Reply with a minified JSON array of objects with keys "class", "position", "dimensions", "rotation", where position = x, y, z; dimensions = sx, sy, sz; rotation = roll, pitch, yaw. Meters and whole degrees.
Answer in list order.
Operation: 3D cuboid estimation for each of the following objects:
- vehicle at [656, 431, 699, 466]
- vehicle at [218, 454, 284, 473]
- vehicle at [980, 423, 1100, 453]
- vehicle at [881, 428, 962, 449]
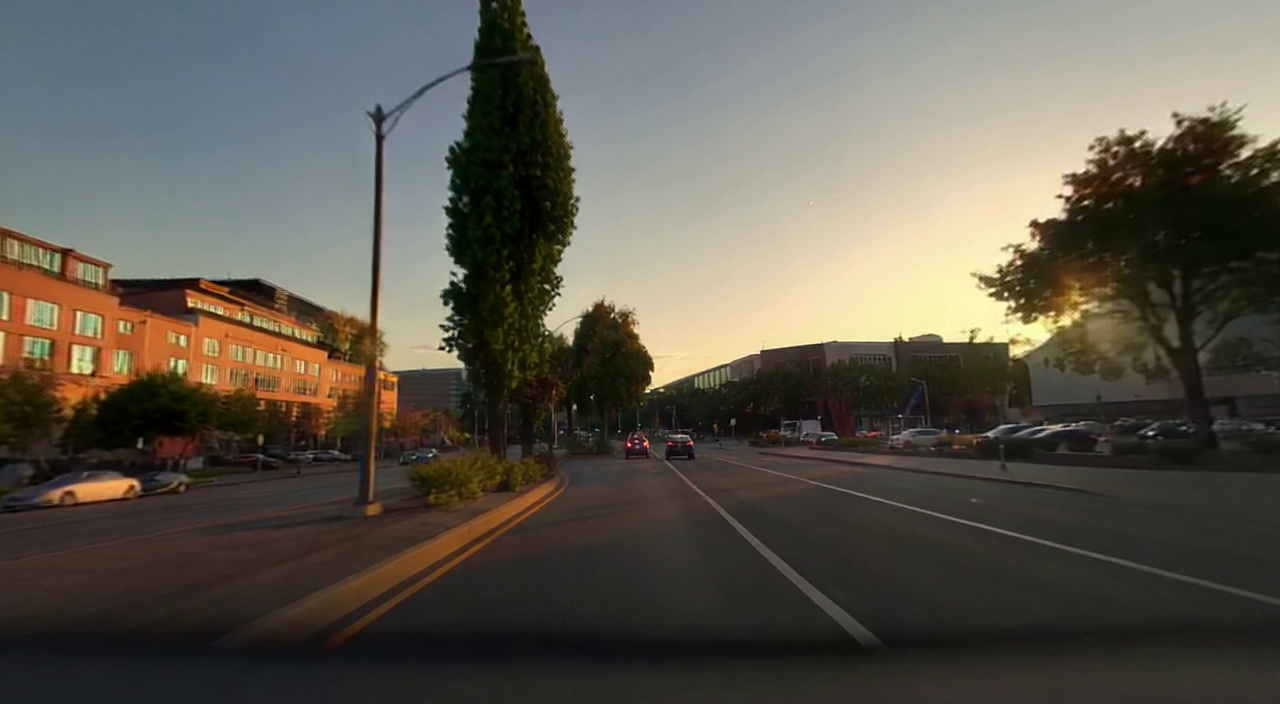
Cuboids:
[{"class":"vehicle","position":[1.978,5.078,33.343],"dimensions":[2.100,1.683,4.231],"rotation":[-1,-8,3]},{"class":"vehicle","position":[-30.250,8.684,49.203],"dimensions":[4.040,1.389,1.664],"rotation":[0,-8,0]},{"class":"vehicle","position":[19.989,4.321,31.730],"dimensions":[4.619,1.447,2.054],"rotation":[0,-9,0]},{"class":"vehicle","position":[20.293,6.274,45.633],"dimensions":[4.813,1.483,2.129],"rotation":[0,-8,0]}]
